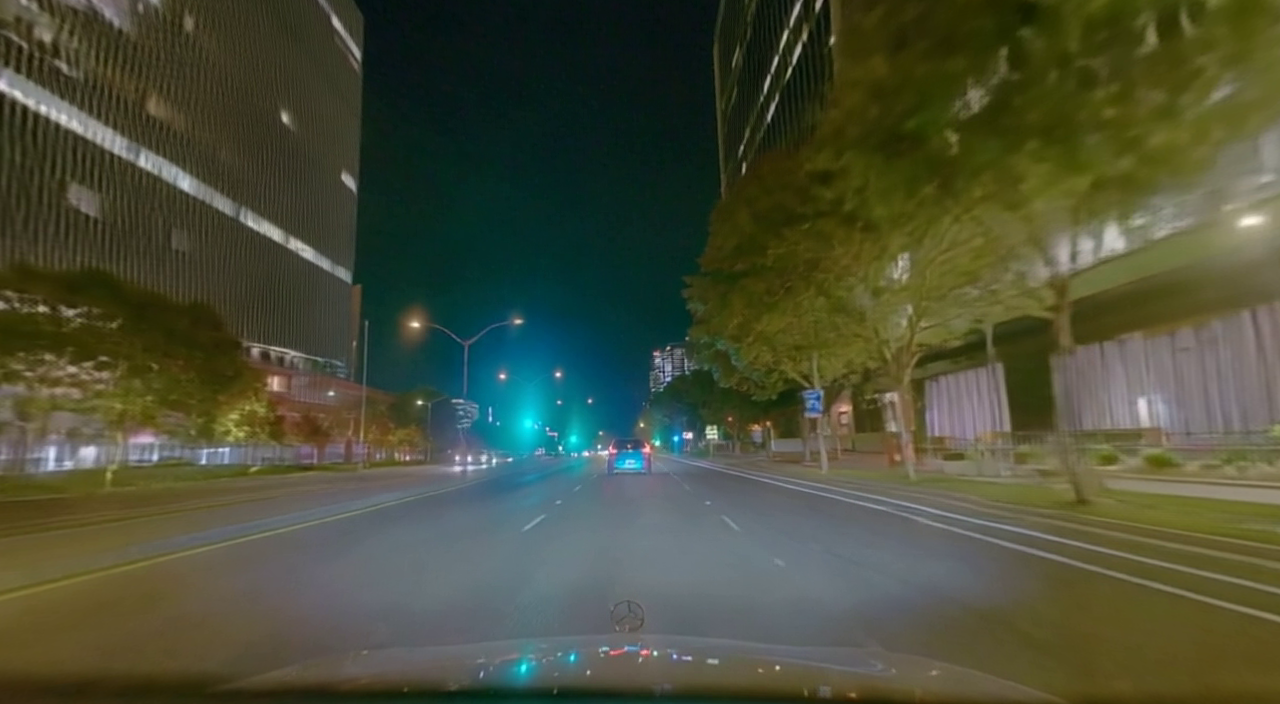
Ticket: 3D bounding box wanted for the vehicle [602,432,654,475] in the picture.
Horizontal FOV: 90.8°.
[{"bbox_3d":[-0.539,4.799,30.033,2.313,1.860,4.319,0,-9,0],"label":"vehicle"}]
